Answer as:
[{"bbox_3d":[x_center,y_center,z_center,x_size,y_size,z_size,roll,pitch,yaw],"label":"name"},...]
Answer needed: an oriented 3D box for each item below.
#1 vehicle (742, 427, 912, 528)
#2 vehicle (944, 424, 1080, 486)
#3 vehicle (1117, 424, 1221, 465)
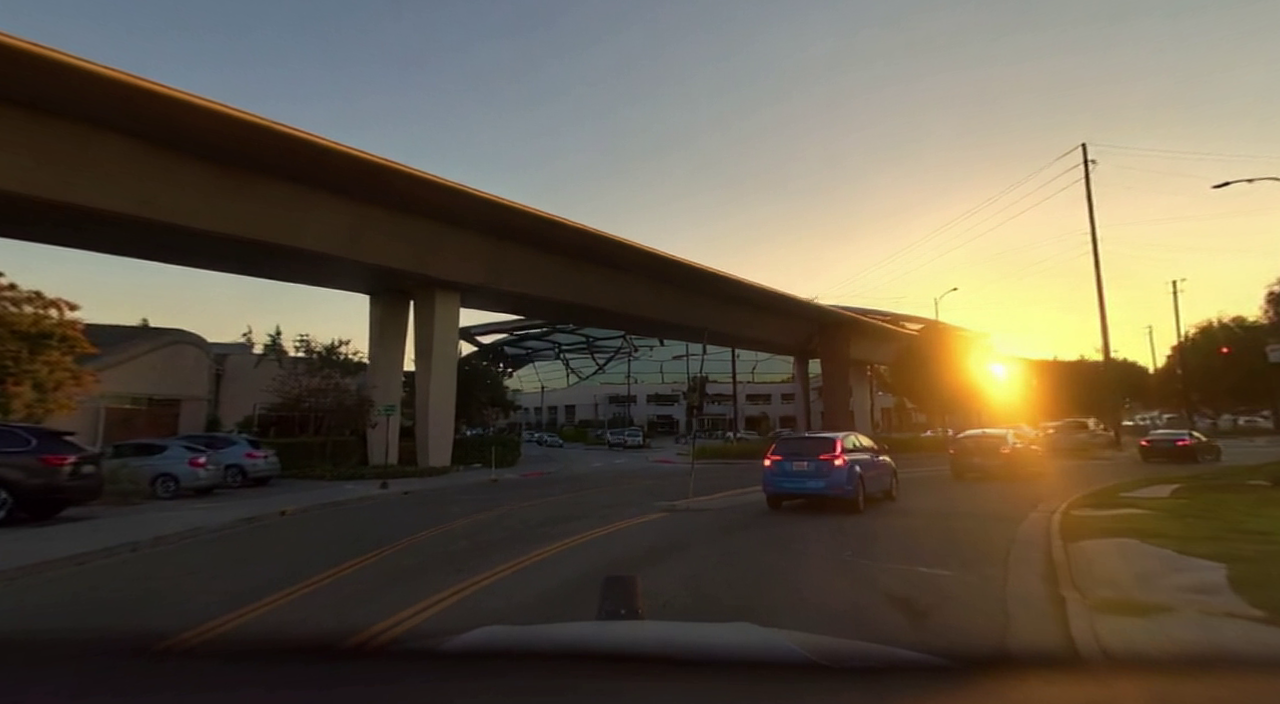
[{"bbox_3d":[3.889,2.359,12.543,2.087,1.578,4.652,-5,-10,30],"label":"vehicle"},{"bbox_3d":[12.962,3.545,21.931,4.771,1.885,2.241,6,-11,-36],"label":"vehicle"},{"bbox_3d":[24.974,4.368,29.799,4.310,1.762,1.995,4,-9,-25],"label":"vehicle"}]
